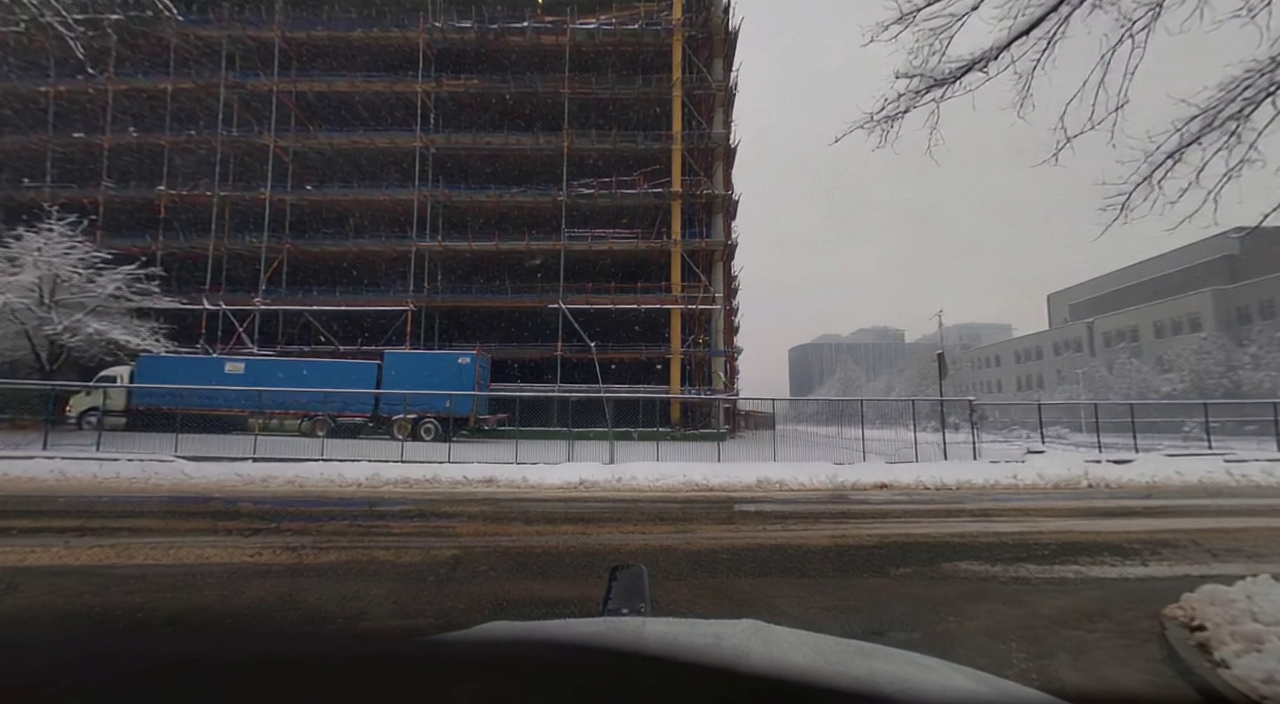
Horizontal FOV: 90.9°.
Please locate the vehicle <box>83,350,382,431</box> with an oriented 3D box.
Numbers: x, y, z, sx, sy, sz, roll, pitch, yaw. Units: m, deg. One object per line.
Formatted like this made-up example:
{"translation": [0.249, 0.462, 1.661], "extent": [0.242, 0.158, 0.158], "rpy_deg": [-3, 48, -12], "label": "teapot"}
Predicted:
{"translation": [-22.754, 2.420, 36.444], "extent": [14.067, 4.099, 2.832], "rpy_deg": [3, -7, -15], "label": "vehicle"}
